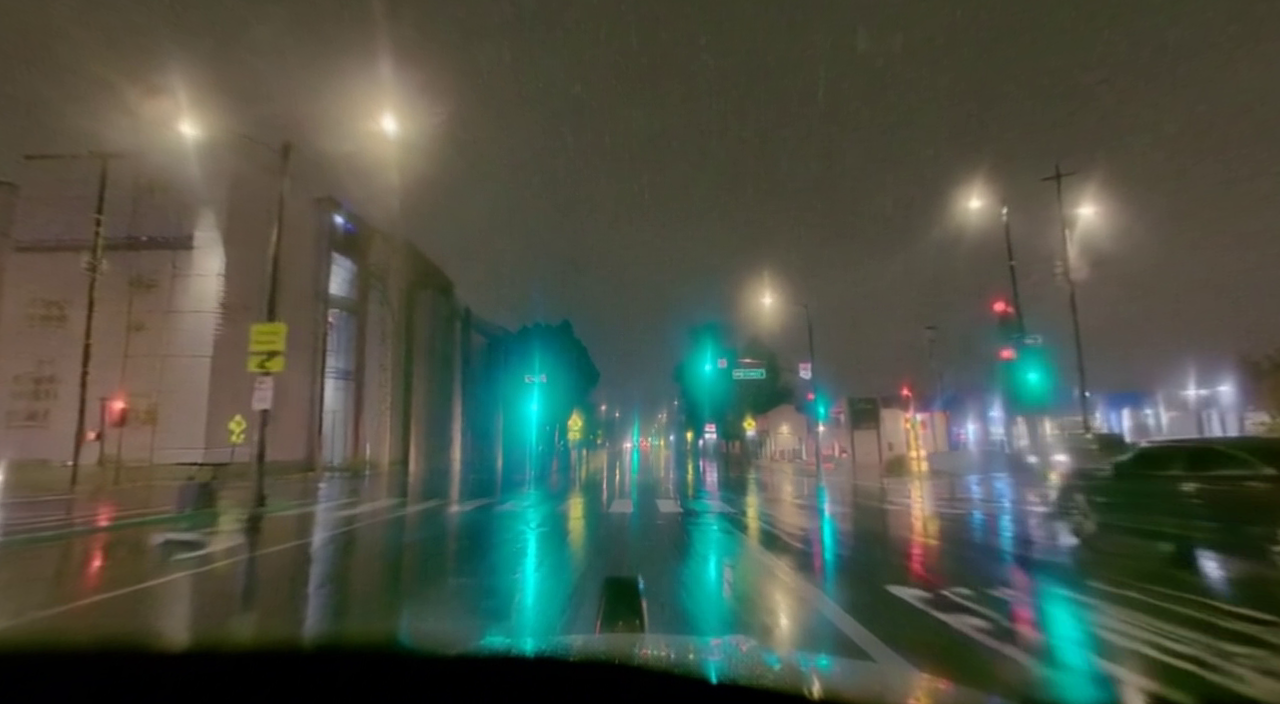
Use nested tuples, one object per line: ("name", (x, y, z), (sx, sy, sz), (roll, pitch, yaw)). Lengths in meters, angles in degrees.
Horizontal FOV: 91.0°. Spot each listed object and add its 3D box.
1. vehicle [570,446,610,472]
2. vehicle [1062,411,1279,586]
("vehicle", (-2.943, 6.463, 38.208), (2.078, 1.471, 4.217), (0, -8, 0))
("vehicle", (7.215, 1.549, 6.912), (1.950, 1.686, 4.509), (0, -9, -1))
